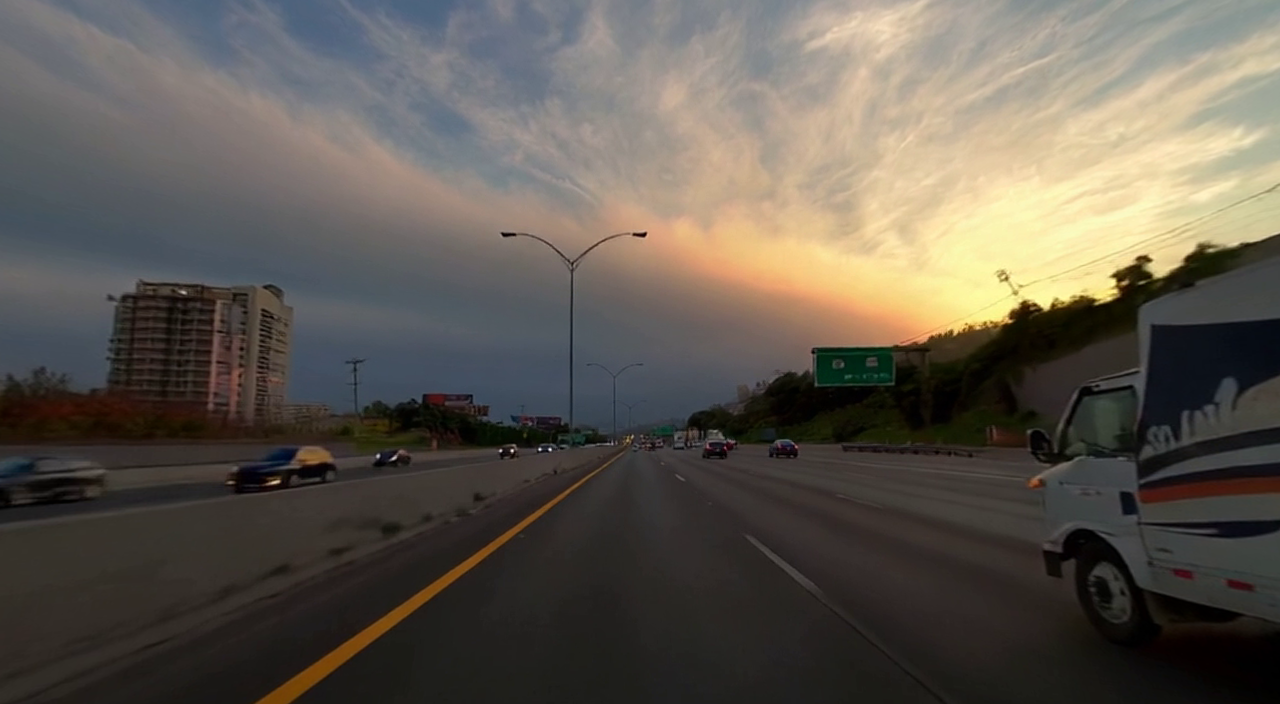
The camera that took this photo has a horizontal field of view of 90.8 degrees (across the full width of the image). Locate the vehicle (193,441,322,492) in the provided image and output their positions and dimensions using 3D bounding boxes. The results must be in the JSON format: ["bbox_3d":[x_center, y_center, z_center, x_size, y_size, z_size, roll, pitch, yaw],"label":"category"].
[{"bbox_3d":[-14.598,4.361,24.536,2.011,1.732,4.825,0,-8,0],"label":"vehicle"}]

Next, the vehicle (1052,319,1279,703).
[{"bbox_3d":[3.308,0.581,1.222,1.973,1.710,4.476,0,-8,0],"label":"vehicle"}]
